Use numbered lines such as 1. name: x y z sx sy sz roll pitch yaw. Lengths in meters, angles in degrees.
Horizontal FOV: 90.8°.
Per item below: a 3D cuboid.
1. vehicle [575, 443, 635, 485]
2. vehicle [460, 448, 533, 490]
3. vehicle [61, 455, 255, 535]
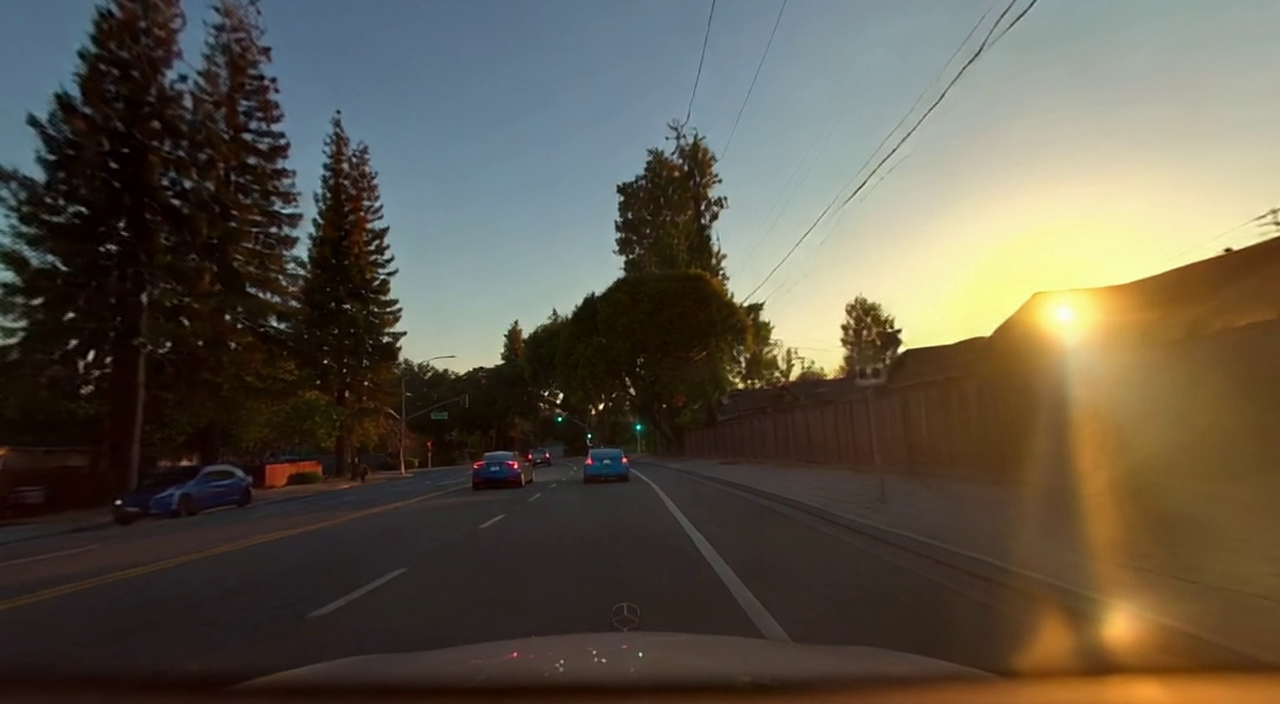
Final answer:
1. vehicle: -1.402 4.390 25.151 2.168 1.504 4.284 1 -9 -3
2. vehicle: -5.283 4.356 23.867 1.913 1.425 4.235 0 -9 -2
3. vehicle: -15.479 4.559 20.888 2.094 2.000 5.603 2 -7 -2
